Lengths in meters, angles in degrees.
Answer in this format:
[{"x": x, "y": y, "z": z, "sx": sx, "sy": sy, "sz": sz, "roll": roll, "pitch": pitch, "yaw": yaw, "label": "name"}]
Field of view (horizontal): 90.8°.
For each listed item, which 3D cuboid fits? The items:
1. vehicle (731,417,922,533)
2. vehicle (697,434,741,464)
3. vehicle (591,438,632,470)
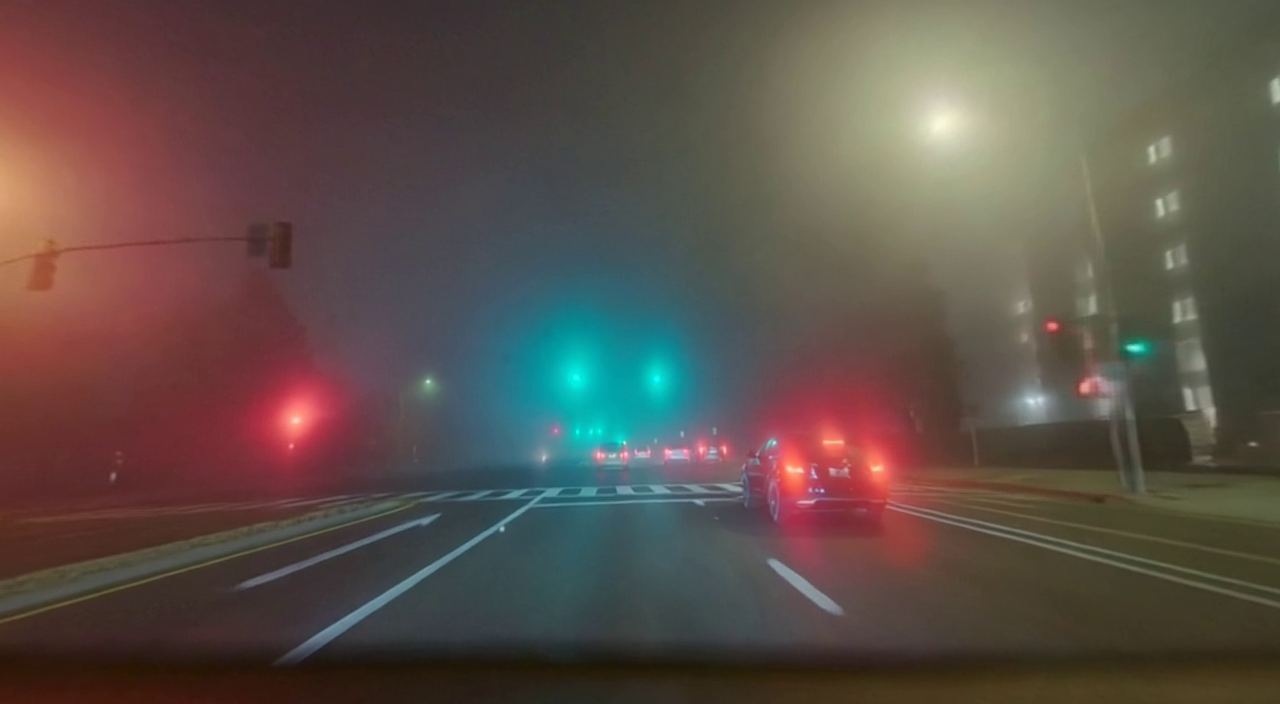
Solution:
[{"x": 3.095, "y": 2.159, "z": 11.698, "sx": 1.893, "sy": 1.664, "sz": 4.670, "roll": 0, "pitch": -8, "yaw": -3, "label": "vehicle"}, {"x": 5.398, "y": 6.738, "z": 43.964, "sx": 2.052, "sy": 1.886, "sz": 5.297, "roll": 0, "pitch": -8, "yaw": -4, "label": "vehicle"}, {"x": -1.513, "y": 5.563, "z": 34.606, "sx": 2.101, "sy": 1.641, "sz": 4.341, "roll": 0, "pitch": -8, "yaw": -2, "label": "vehicle"}]
